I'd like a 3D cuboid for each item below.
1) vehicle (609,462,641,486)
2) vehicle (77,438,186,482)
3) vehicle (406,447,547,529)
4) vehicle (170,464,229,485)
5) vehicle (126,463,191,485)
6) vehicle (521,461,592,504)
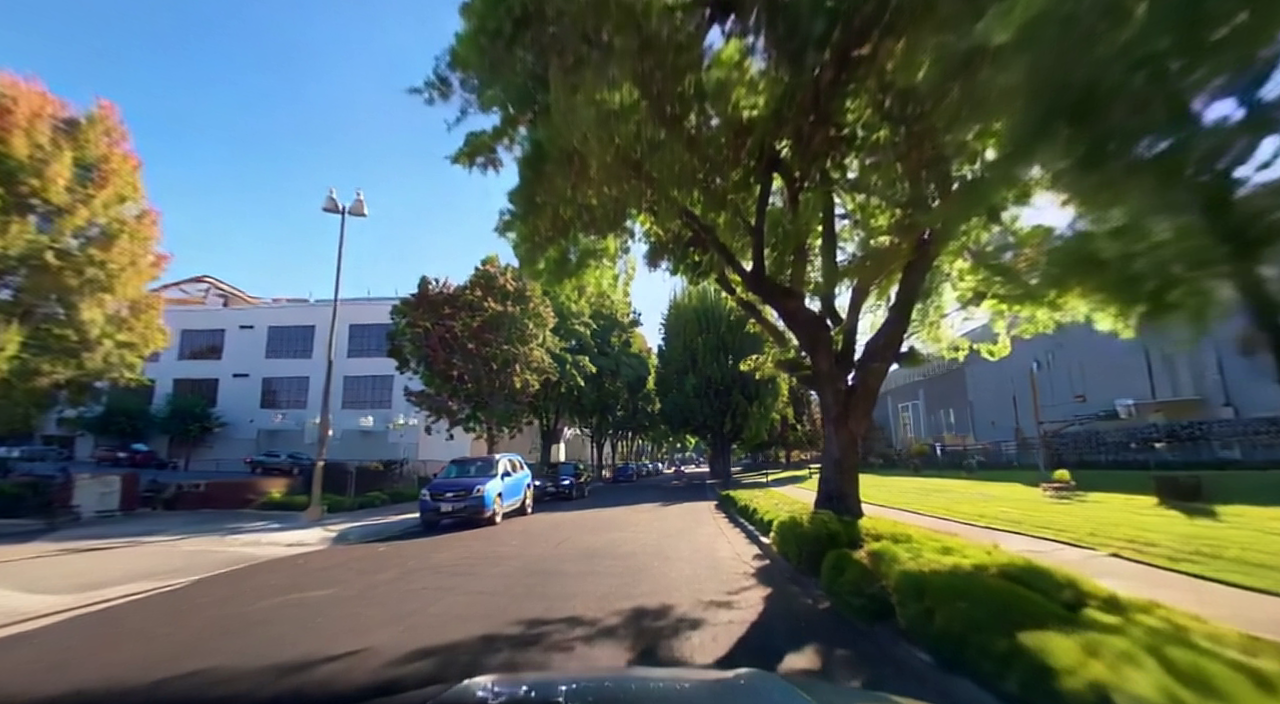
[{"bbox_3d":[-1.042,8.972,46.451,2.011,1.596,3.760,-1,-10,4],"label":"vehicle"},{"bbox_3d":[-38.340,8.215,47.812,2.519,3.043,6.151,0,-10,6],"label":"vehicle"},{"bbox_3d":[-3.941,3.393,16.191,2.022,1.776,4.625,-1,-10,5],"label":"vehicle"},{"bbox_3d":[-30.879,8.584,44.239,1.590,1.392,3.279,0,-11,3],"label":"vehicle"},{"bbox_3d":[-33.895,8.617,44.440,1.576,1.410,3.430,1,-10,4],"label":"vehicle"},{"bbox_3d":[-3.228,5.185,25.322,1.903,1.542,4.115,-2,-10,6],"label":"vehicle"}]
